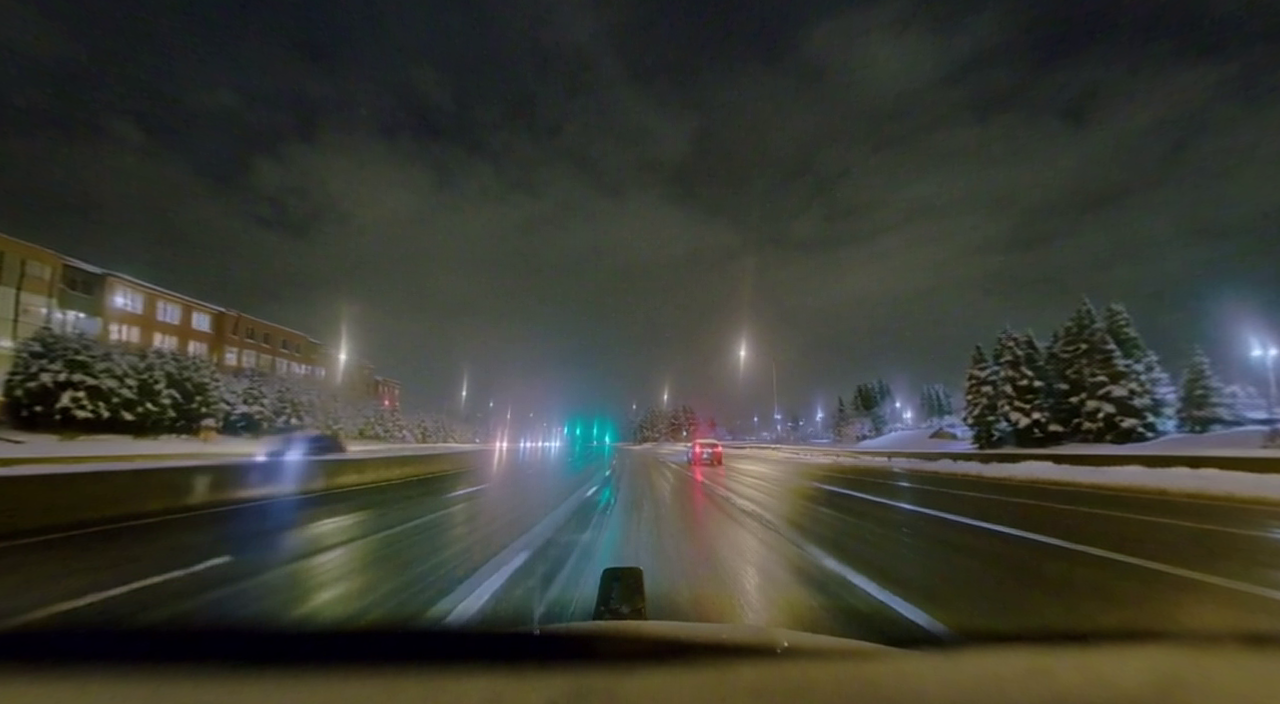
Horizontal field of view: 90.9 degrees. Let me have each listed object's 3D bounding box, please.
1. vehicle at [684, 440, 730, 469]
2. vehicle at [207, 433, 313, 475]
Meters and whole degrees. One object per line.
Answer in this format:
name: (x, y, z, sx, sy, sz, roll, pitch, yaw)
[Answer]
vehicle: (3.667, 5.696, 35.197, 1.926, 1.477, 4.025, 0, -8, -2)
vehicle: (-16.632, 4.480, 27.910, 2.018, 1.703, 4.295, 0, -8, -1)
